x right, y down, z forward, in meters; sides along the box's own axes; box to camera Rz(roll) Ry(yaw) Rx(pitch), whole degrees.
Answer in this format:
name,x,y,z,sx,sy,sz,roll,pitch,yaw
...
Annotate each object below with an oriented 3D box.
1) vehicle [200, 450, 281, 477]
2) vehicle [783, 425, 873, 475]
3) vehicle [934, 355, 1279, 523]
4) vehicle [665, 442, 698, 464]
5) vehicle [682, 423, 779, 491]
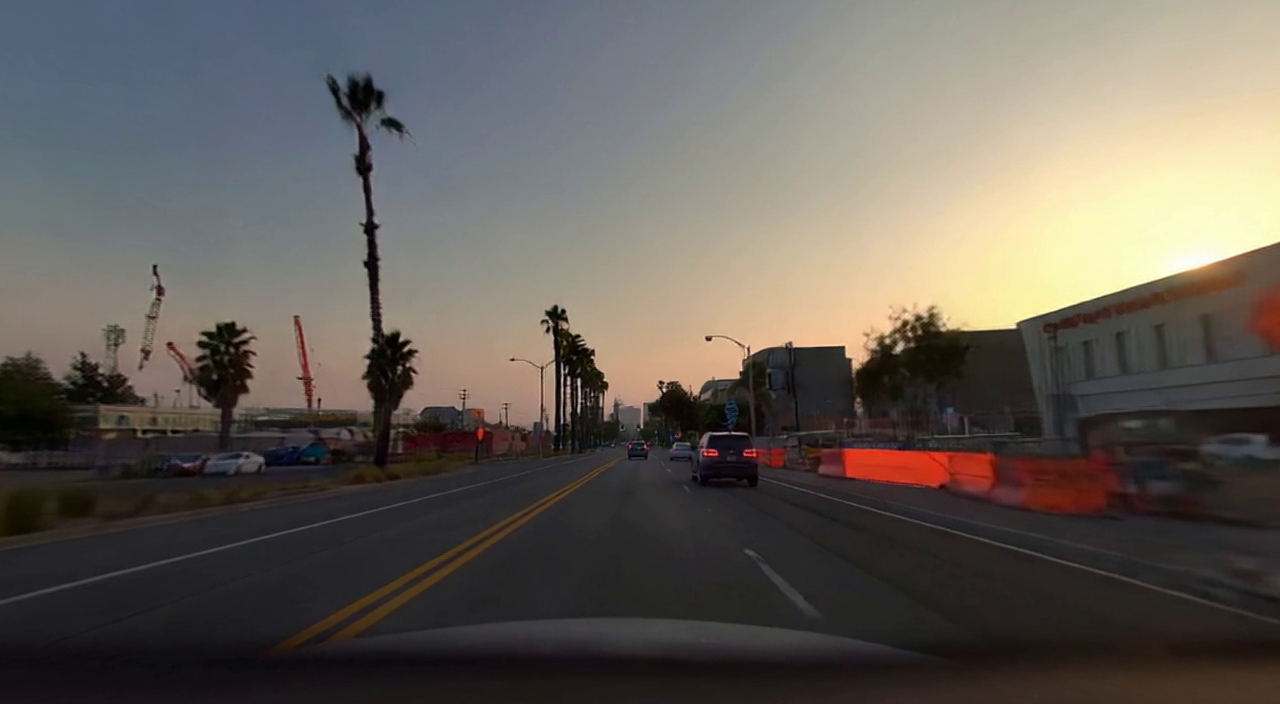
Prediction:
name,x,y,z,sx,sy,sz,roll,pitch,yaw
vehicle,-24.877,6.937,39.338,1.911,1.489,4.779,0,-8,0
vehicle,10.805,5.726,37.048,2.799,2.593,7.710,-1,-8,-1
vehicle,11.921,2.444,17.528,3.086,3.442,9.030,0,-8,1
vehicle,3.029,7.541,46.978,2.148,1.562,4.642,0,-8,0
vehicle,2.849,3.520,21.335,2.386,1.970,5.665,0,-8,-1
